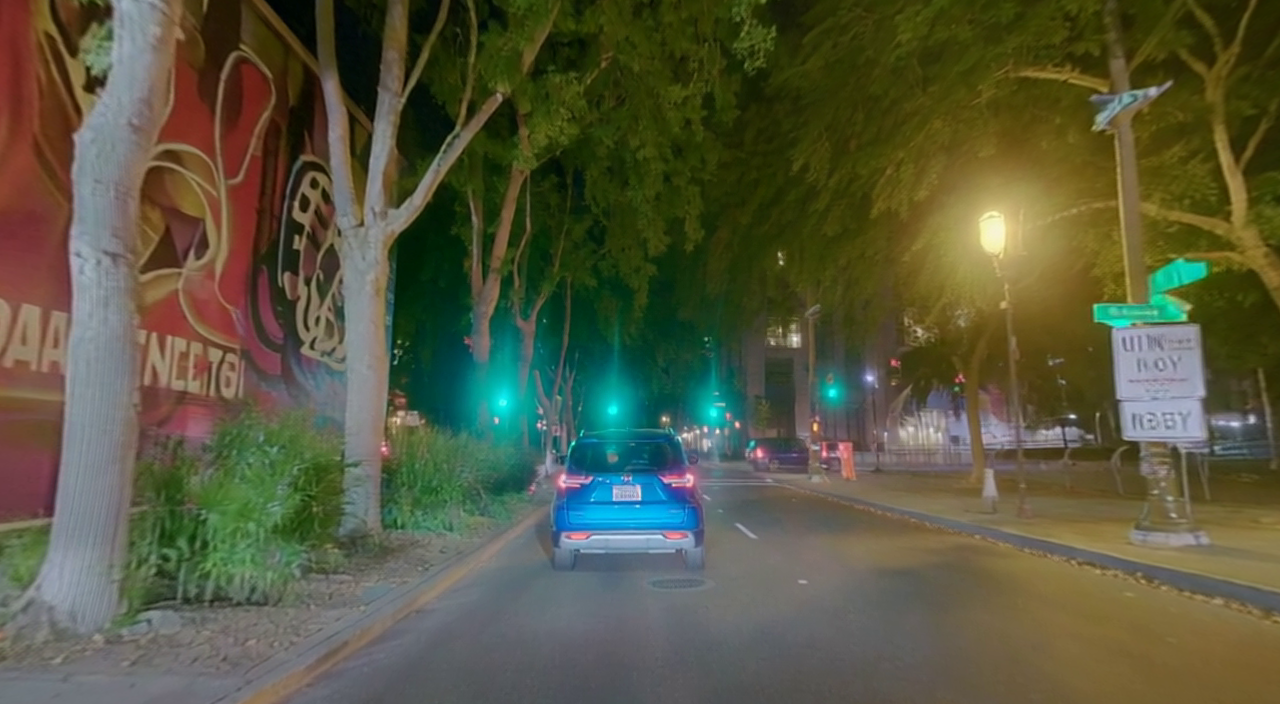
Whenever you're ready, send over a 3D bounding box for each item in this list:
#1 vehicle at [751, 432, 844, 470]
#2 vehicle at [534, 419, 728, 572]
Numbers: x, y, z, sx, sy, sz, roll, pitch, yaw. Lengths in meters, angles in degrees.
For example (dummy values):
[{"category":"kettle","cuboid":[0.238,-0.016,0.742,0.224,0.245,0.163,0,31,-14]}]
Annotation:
[{"category":"vehicle","cuboid":[9.464,5.877,37.623,5.513,2.063,2.448,6,-11,-37]},{"category":"vehicle","cuboid":[-0.113,1.831,8.777,2.079,1.621,3.861,0,-8,0]}]
